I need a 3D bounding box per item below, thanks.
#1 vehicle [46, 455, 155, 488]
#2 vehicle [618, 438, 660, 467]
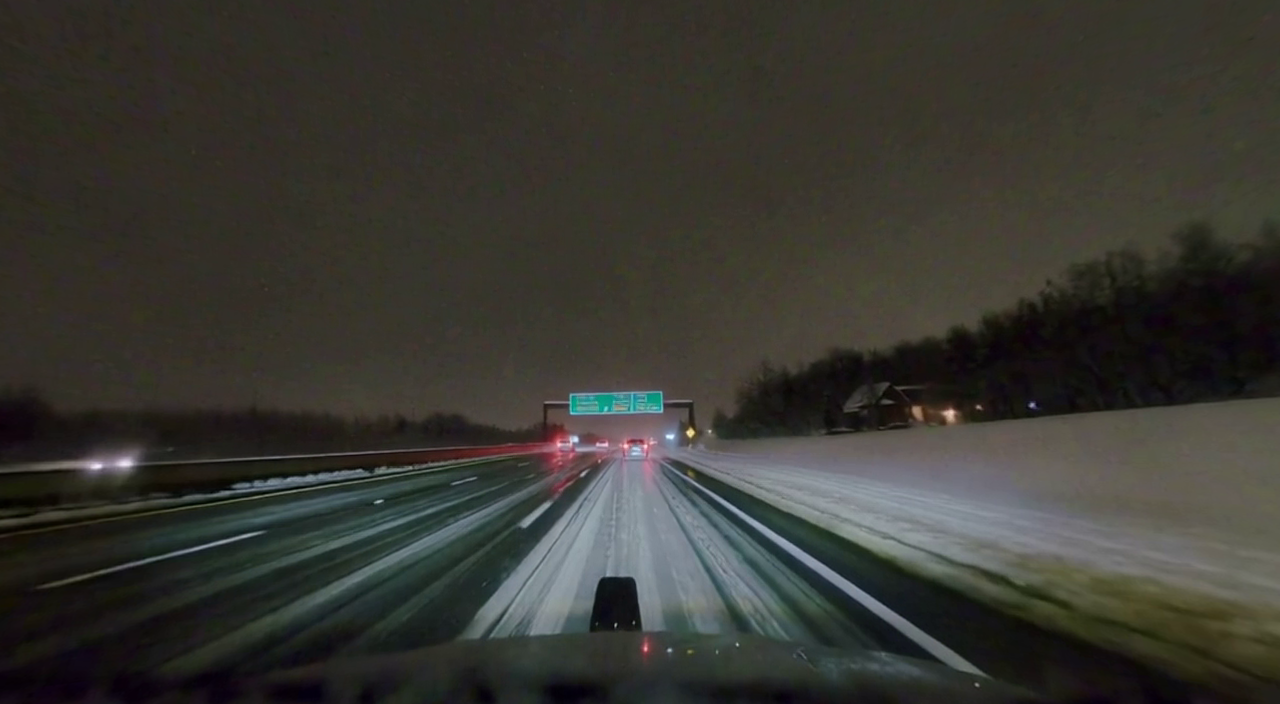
[{"bbox_3d":[-27.873,6.162,32.716,1.832,1.446,4.330,0,-8,0],"label":"vehicle"},{"bbox_3d":[-0.089,5.264,33.214,2.072,1.440,3.690,0,-8,-1],"label":"vehicle"}]
